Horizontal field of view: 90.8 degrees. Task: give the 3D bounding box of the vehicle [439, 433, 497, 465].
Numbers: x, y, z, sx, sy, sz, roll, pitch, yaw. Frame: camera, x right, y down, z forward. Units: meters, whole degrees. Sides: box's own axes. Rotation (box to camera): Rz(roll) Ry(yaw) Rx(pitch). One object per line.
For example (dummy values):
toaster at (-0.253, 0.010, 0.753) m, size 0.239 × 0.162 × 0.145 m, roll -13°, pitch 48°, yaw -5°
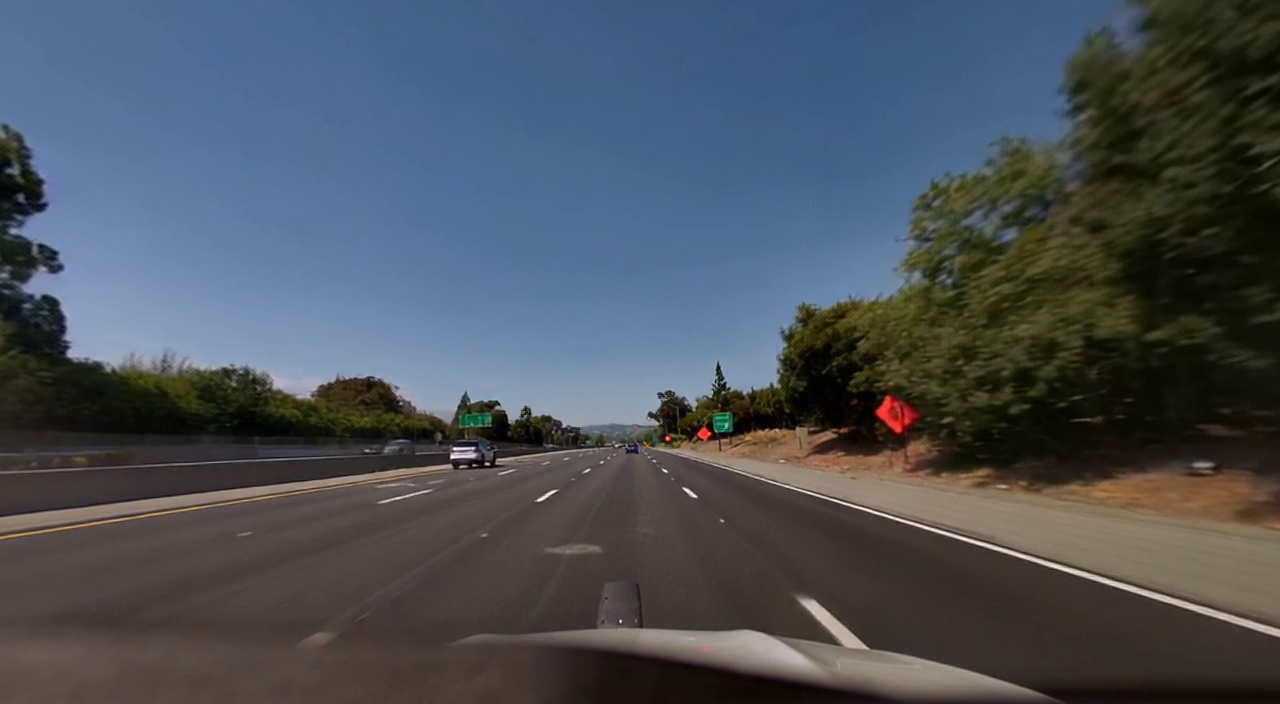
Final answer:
vehicle at (-11.141, 6.300, 41.262) m, size 2.270 × 1.936 × 5.190 m, roll 0°, pitch -8°, yaw 0°
